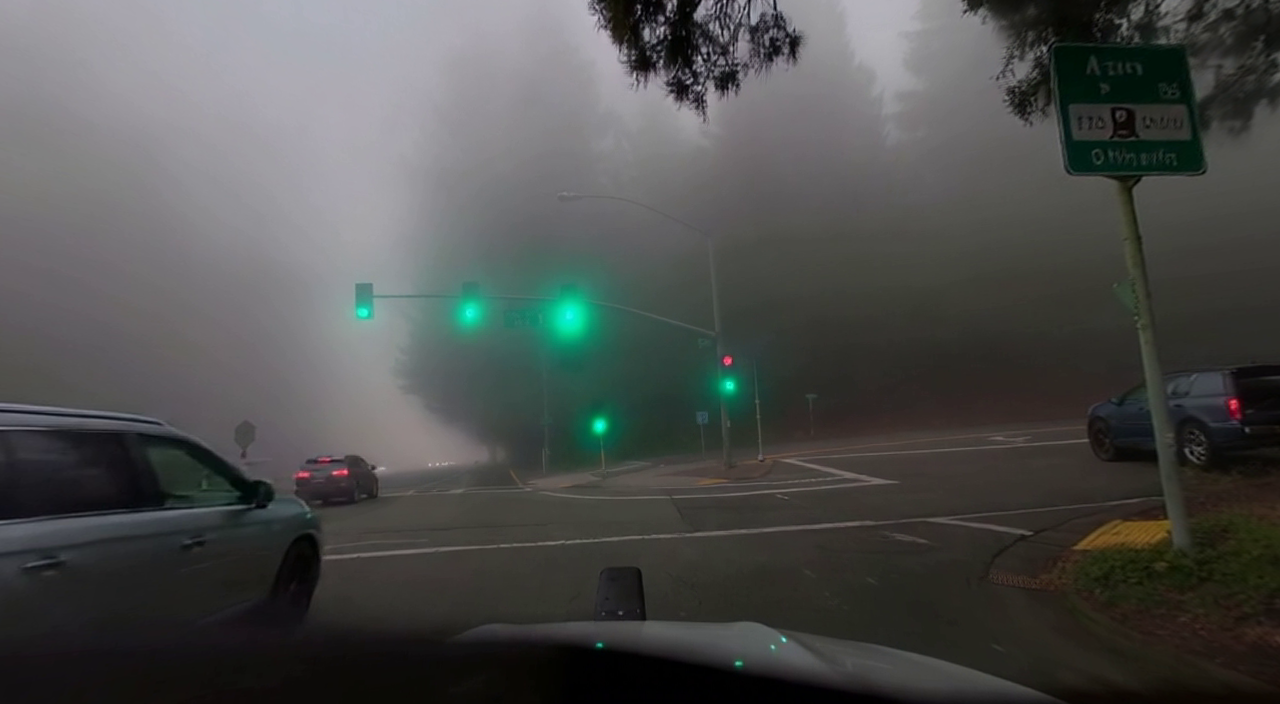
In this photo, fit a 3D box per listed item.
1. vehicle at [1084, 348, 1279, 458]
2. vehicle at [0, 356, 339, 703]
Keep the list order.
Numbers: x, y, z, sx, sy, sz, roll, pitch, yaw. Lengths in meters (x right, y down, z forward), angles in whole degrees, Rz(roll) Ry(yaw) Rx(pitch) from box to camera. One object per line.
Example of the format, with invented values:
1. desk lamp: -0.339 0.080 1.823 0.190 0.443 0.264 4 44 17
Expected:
1. vehicle: 10.667 1.088 11.767 1.855 1.669 4.529 -1 -9 6
2. vehicle: -3.414 0.966 2.838 2.134 1.707 4.471 0 -9 -4
